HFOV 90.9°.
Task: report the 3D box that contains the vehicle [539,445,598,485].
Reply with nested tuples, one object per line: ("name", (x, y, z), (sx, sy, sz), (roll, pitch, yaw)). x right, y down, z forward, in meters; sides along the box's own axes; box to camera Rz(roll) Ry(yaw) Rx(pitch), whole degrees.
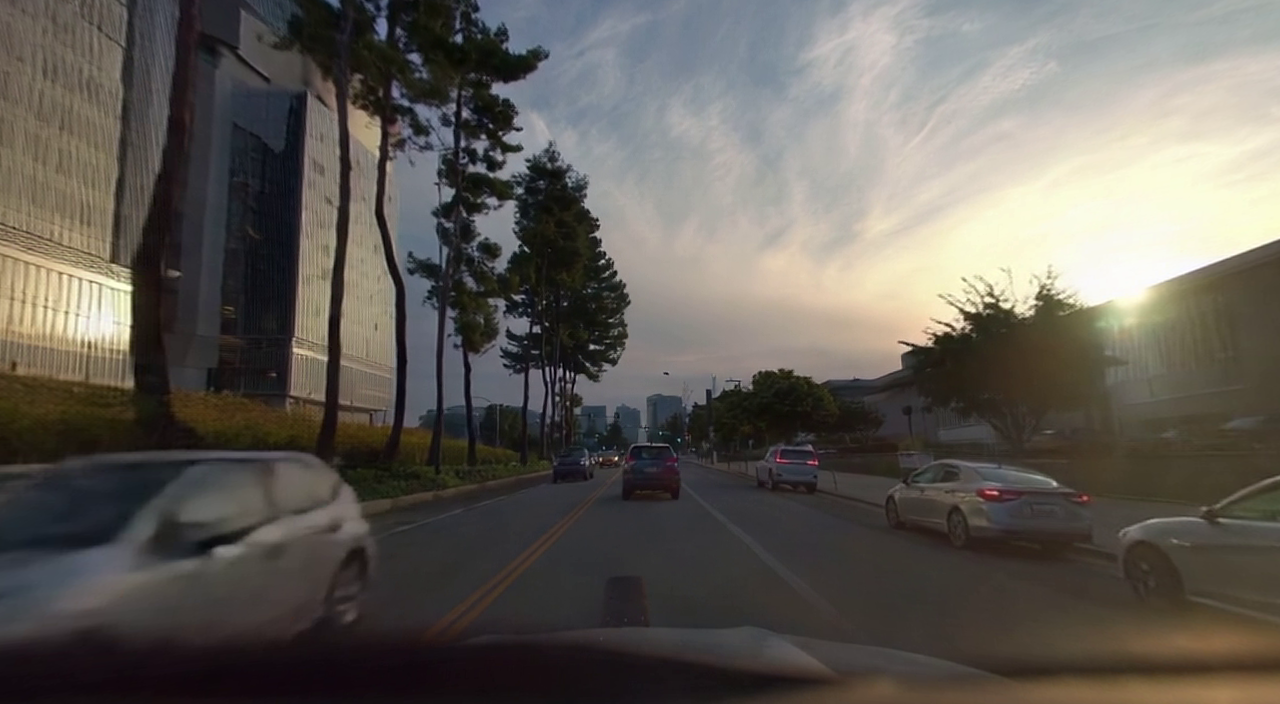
("vehicle", (-3.296, 5.290, 29.926), (2.167, 1.717, 4.448), (0, -9, 1))

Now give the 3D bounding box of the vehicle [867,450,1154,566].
("vehicle", (5.687, 2.396, 10.634), (1.852, 1.452, 4.852), (0, -9, -1))

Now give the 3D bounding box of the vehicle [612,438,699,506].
("vehicle", (0.407, 3.242, 17.419), (2.105, 1.653, 3.887), (0, -9, 1))

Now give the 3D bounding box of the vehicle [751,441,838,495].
("vehicle", (5.674, 4.313, 23.850), (2.059, 1.813, 4.637), (0, -9, -1))

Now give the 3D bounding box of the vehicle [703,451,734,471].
("vehicle", (6.145, 8.595, 49.853), (1.885, 1.467, 4.546), (0, -9, 0))

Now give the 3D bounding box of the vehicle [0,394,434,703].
("vehicle", (-2.820, 1.139, 3.406), (1.979, 1.534, 4.076), (0, -9, 1))

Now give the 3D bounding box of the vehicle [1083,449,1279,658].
("vehicle", (5.508, 1.395, 4.151), (1.809, 1.478, 4.623), (0, -9, 0))
